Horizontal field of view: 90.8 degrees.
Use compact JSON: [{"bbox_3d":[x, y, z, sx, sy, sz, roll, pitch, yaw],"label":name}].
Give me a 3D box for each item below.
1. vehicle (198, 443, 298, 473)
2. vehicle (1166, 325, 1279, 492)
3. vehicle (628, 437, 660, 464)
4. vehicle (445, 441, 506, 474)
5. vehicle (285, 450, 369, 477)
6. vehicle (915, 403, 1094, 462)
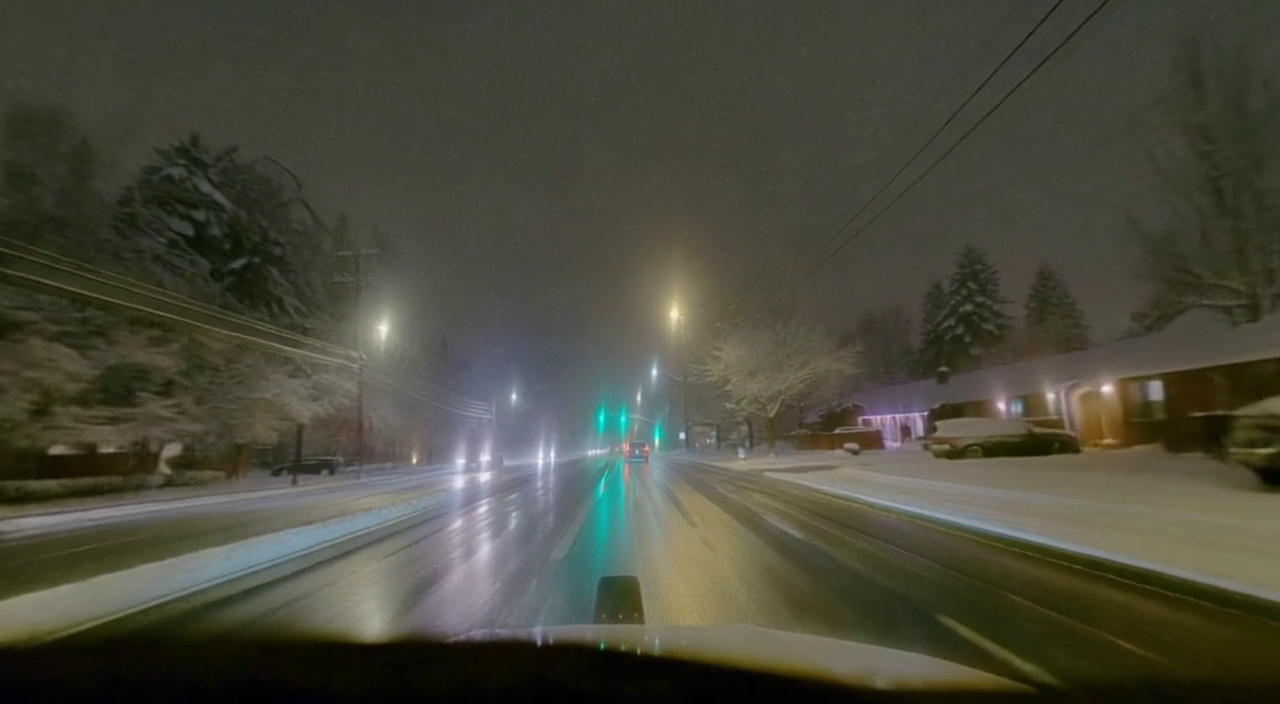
[{"bbox_3d":[-27.152,7.359,43.900,5.412,1.959,2.230,0,-8,0],"label":"vehicle"},{"bbox_3d":[12.245,0.935,10.112,5.577,2.450,2.199,0,-8,-1],"label":"vehicle"},{"bbox_3d":[0.224,6.980,44.947,2.215,1.799,4.426,0,-8,-1],"label":"vehicle"},{"bbox_3d":[-10.769,6.937,41.881,2.337,1.963,5.862,0,-8,1],"label":"vehicle"},{"bbox_3d":[-21.505,7.680,43.515,4.797,1.518,1.957,-3,-8,-1],"label":"vehicle"},{"bbox_3d":[16.291,3.646,28.543,6.339,2.103,2.660,-4,-8,-1],"label":"vehicle"}]
